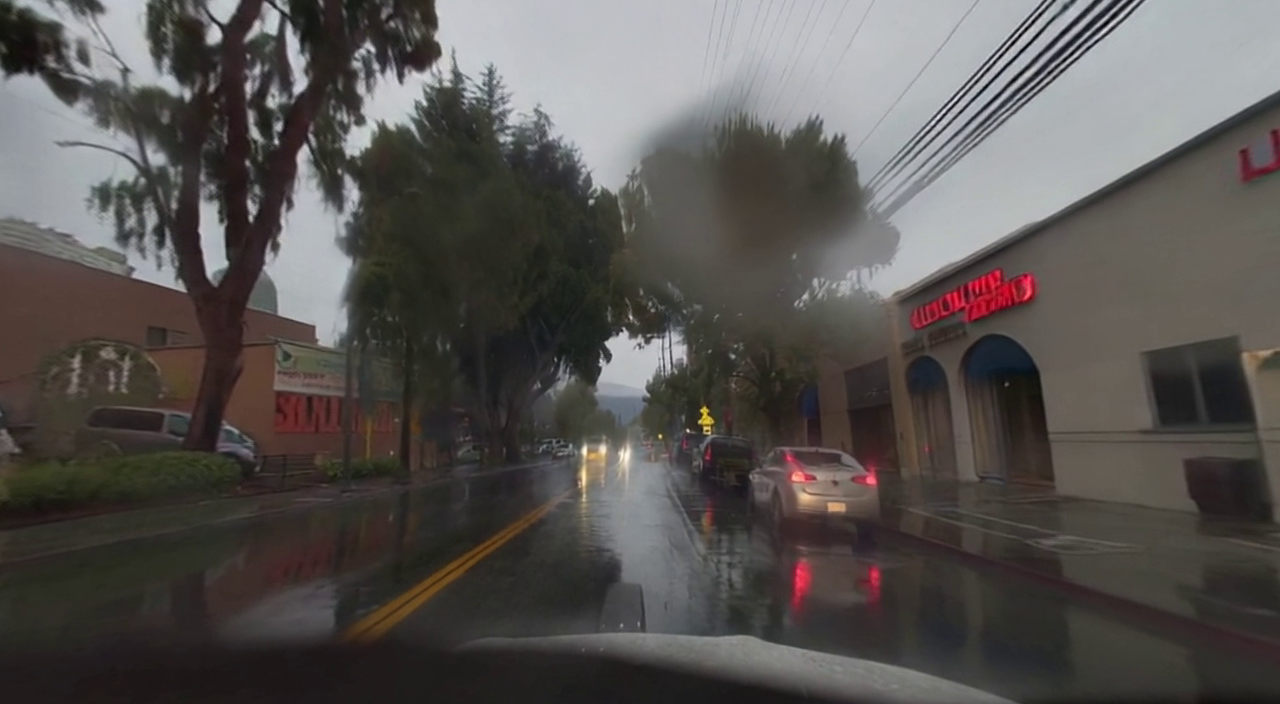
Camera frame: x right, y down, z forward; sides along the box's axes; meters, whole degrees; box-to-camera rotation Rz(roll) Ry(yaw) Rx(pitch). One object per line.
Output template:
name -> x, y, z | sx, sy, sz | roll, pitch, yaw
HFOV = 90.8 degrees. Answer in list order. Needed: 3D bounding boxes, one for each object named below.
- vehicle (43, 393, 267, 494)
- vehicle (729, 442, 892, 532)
vehicle -> -15.466, 2.961, 20.901 | 2.715, 2.789, 6.225 | 0, -7, -4
vehicle -> 2.986, 2.414, 11.981 | 1.877, 1.373, 3.854 | 0, -8, -2
